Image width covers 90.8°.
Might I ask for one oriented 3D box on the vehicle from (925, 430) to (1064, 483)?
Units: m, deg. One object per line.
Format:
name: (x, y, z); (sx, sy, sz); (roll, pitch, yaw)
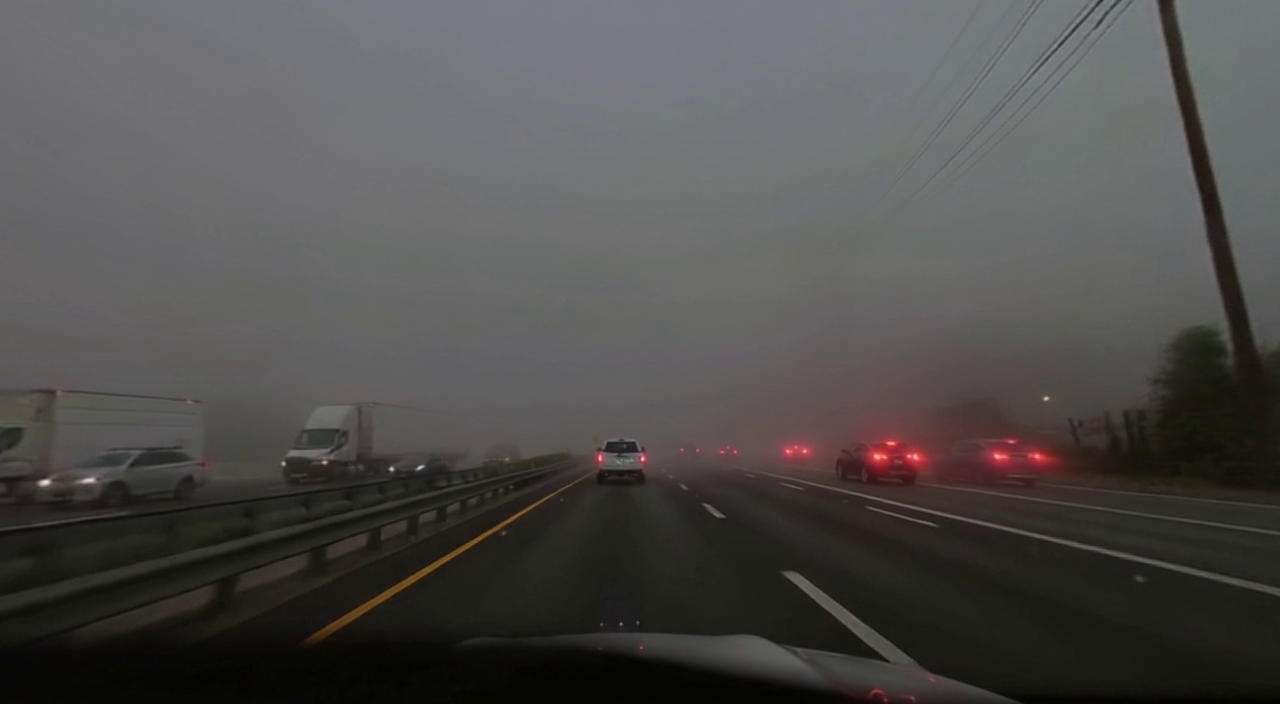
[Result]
vehicle: (11.189, 3.325, 20.342); (1.944, 1.505, 4.138); (0, -9, -2)

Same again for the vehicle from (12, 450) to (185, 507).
vehicle: (-18.200, 4.205, 21.605); (1.866, 1.689, 4.569); (0, -9, 0)

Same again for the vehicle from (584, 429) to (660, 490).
vehicle: (-0.556, 3.569, 21.249); (2.298, 1.809, 4.359); (0, -8, 0)

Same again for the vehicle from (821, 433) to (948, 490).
vehicle: (6.989, 3.180, 18.618); (1.958, 1.473, 4.201); (0, -8, -1)

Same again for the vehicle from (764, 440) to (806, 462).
vehicle: (10.649, 7.287, 46.591); (1.901, 1.485, 4.483); (0, -9, -2)

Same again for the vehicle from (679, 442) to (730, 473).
vehicle: (3.264, 5.426, 32.793); (1.934, 1.461, 4.368); (0, -9, -3)

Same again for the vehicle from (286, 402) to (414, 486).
vehicle: (-15.368, 5.021, 34.406); (3.032, 3.968, 8.215); (0, -9, -1)

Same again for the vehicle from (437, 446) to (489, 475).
vehicle: (-11.896, 7.310, 42.935); (2.102, 1.874, 5.112); (0, -8, -1)

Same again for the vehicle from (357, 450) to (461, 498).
vehicle: (-7.885, 4.166, 22.068); (1.897, 1.470, 4.474); (0, -8, 0)

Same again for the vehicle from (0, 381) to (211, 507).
vehicle: (-22.474, 3.670, 25.109); (2.958, 4.081, 11.148); (0, -9, 0)
